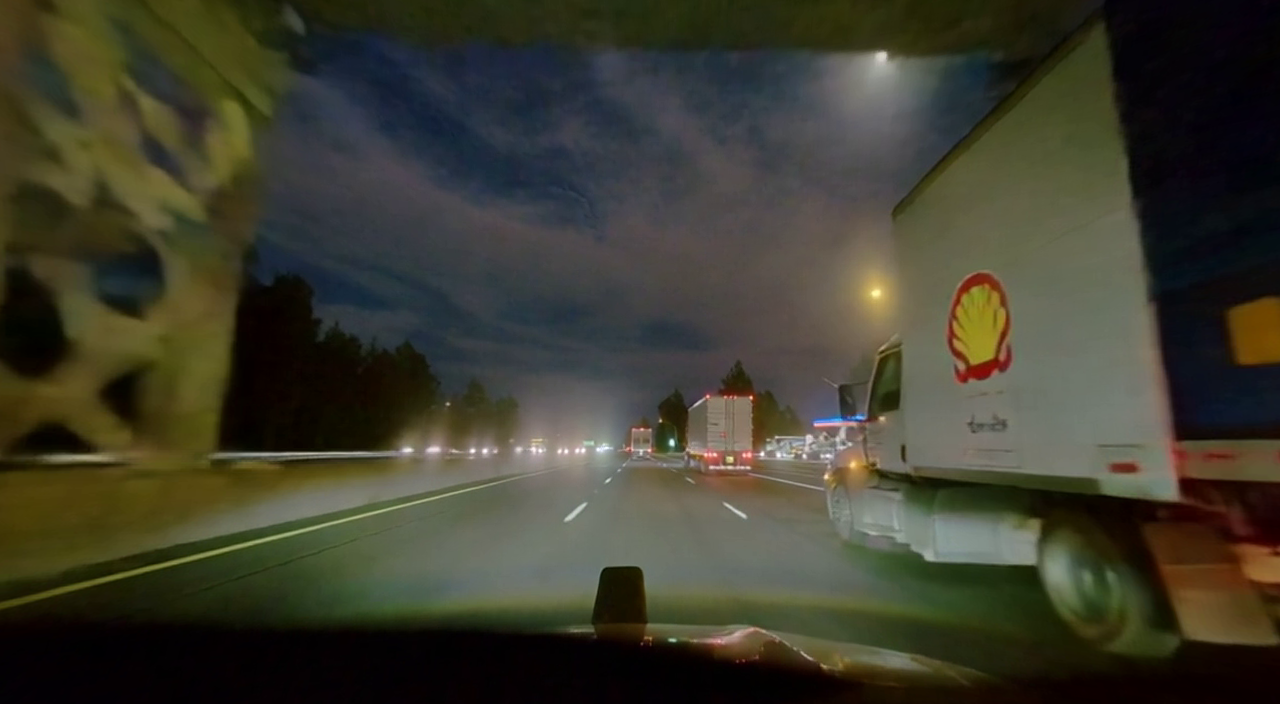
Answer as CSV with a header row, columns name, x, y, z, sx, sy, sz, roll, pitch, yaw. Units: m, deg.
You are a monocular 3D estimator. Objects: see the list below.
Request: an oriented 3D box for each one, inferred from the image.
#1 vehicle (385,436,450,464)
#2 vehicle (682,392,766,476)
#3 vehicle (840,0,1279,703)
name,x,y,z,sx,sy,sz,roll,pitch,yaw
vehicle,-12.281,5.456,35.105,1.939,1.454,4.448,0,-9,0
vehicle,4.466,4.989,37.270,2.881,3.995,14.382,0,-9,-1
vehicle,4.023,0.116,4.679,3.007,3.965,5.971,0,-9,0
